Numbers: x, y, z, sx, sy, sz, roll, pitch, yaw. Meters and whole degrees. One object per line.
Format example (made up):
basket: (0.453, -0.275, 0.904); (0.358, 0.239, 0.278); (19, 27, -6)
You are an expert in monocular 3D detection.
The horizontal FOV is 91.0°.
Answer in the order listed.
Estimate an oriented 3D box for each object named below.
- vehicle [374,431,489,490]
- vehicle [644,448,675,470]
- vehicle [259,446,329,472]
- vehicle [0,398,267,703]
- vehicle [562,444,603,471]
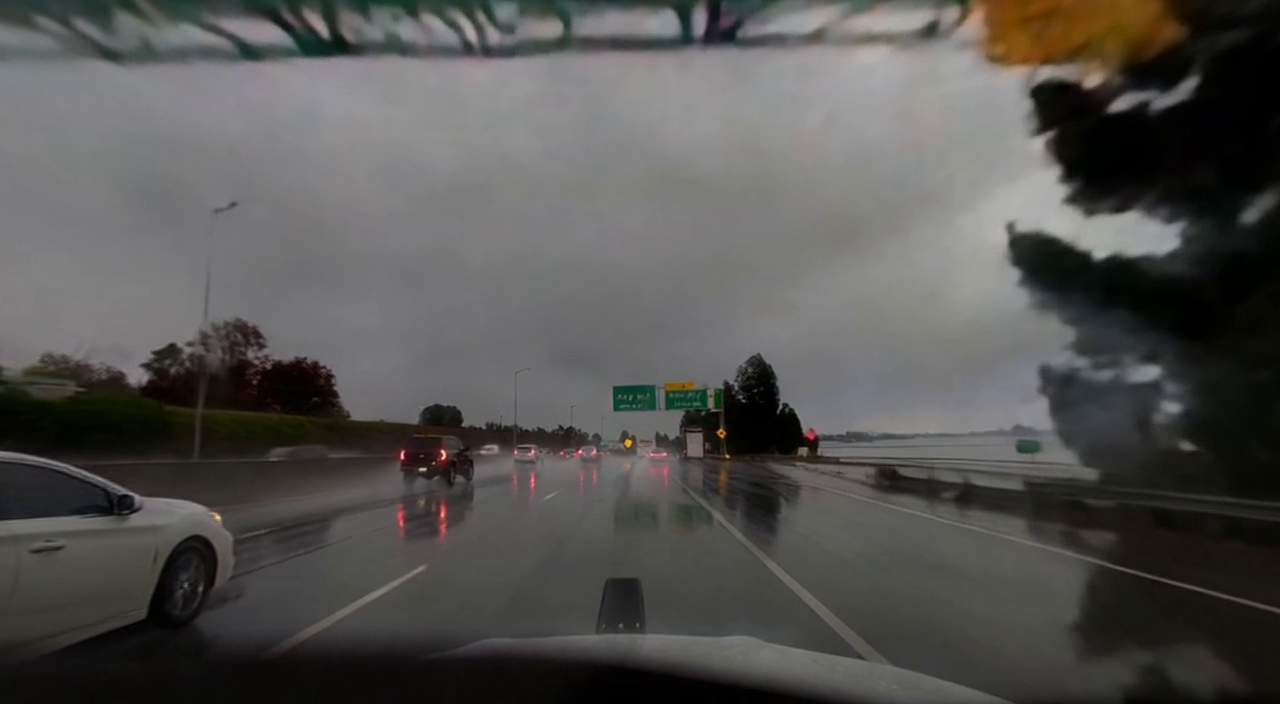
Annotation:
vehicle: (-7.508, 3.968, 23.446); (2.250, 1.870, 5.647); (0, -8, 1)
vehicle: (1.408, 7.750, 45.791); (2.153, 1.510, 4.646); (0, -8, 2)
vehicle: (-20.375, 6.297, 37.272); (1.852, 1.477, 3.924); (0, -8, 1)
vehicle: (-4.180, 0.983, 2.956); (2.027, 1.547, 4.511); (0, -8, 1)
vehicle: (-3.764, 7.011, 42.026); (2.132, 1.708, 4.571); (0, -8, 1)
